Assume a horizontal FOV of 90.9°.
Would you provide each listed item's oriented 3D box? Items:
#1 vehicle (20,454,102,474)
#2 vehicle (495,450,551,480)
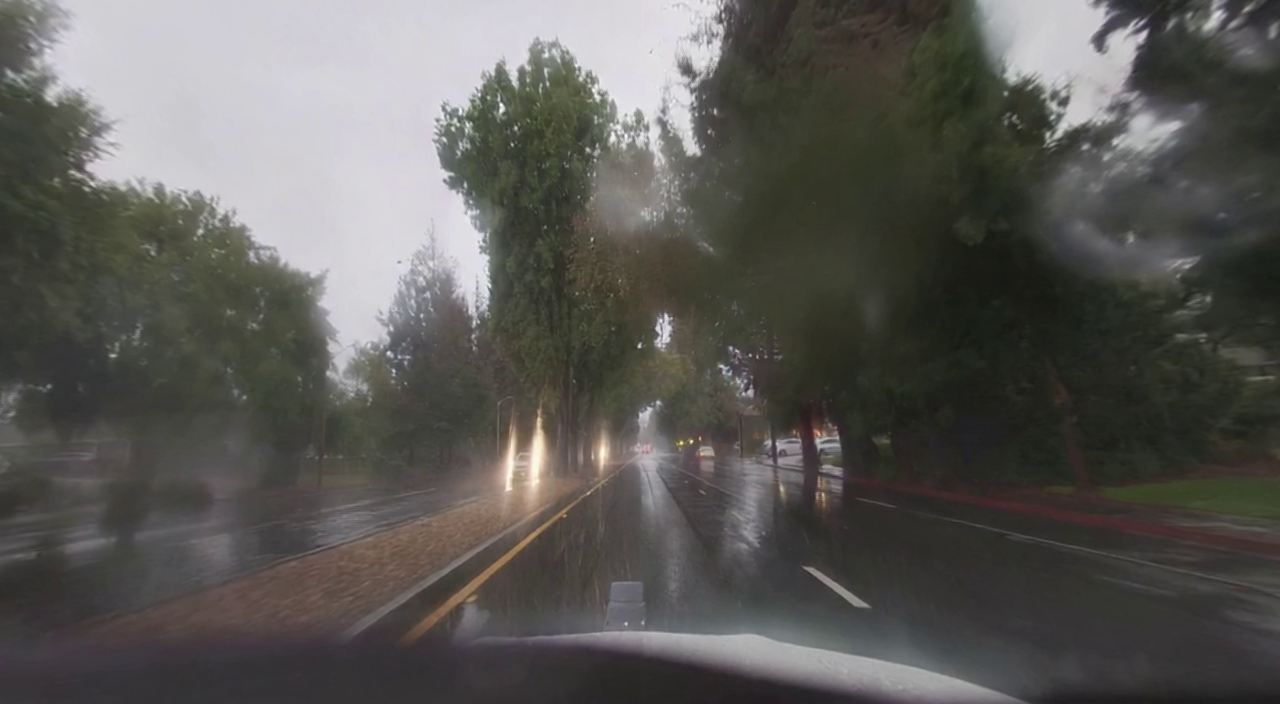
[{"bbox_3d":[-43.070,8.335,46.928,4.236,1.441,1.735,0,-8,-2],"label":"vehicle"},{"bbox_3d":[-6.382,6.226,34.971,2.188,1.478,4.567,-1,-8,1],"label":"vehicle"}]
